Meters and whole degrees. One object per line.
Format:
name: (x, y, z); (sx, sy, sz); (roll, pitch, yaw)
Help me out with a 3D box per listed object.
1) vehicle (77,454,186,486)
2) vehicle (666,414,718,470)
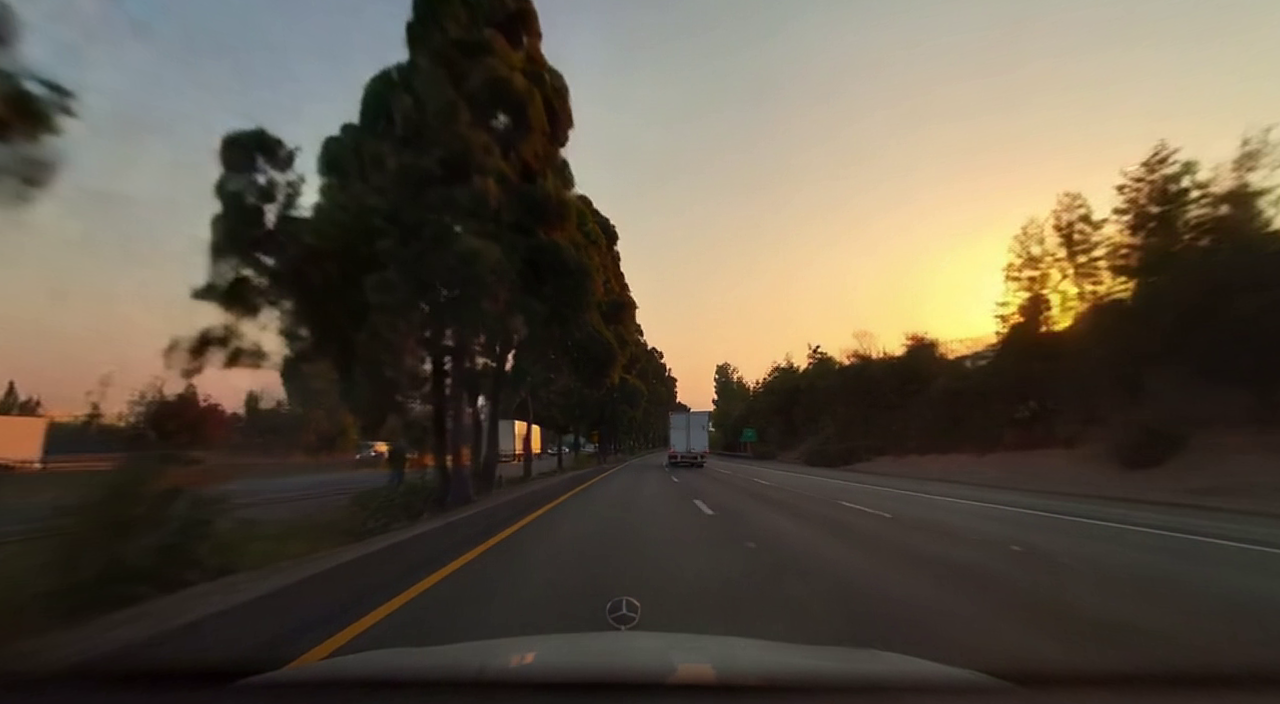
vehicle: (-24.210, 5.607, 30.263); (1.728, 1.396, 4.150); (-1, -9, 1)
vehicle: (3.670, 6.980, 48.311); (2.928, 3.595, 13.975); (0, -9, 1)
